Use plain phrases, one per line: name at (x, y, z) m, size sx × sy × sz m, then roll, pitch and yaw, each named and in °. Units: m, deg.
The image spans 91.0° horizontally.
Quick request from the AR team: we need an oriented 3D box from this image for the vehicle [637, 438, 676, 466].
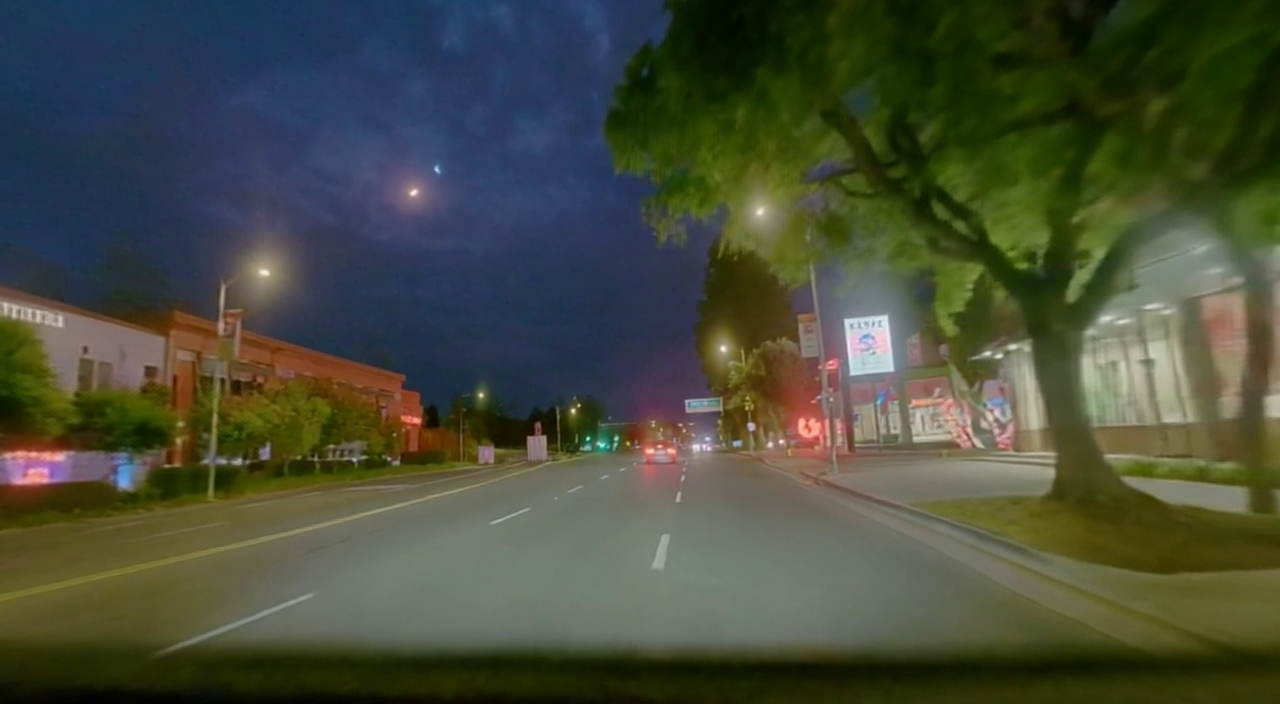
vehicle at (1.142, 6.424, 40.647) m, size 2.235 × 1.719 × 4.292 m, roll 0°, pitch -8°, yaw 5°
